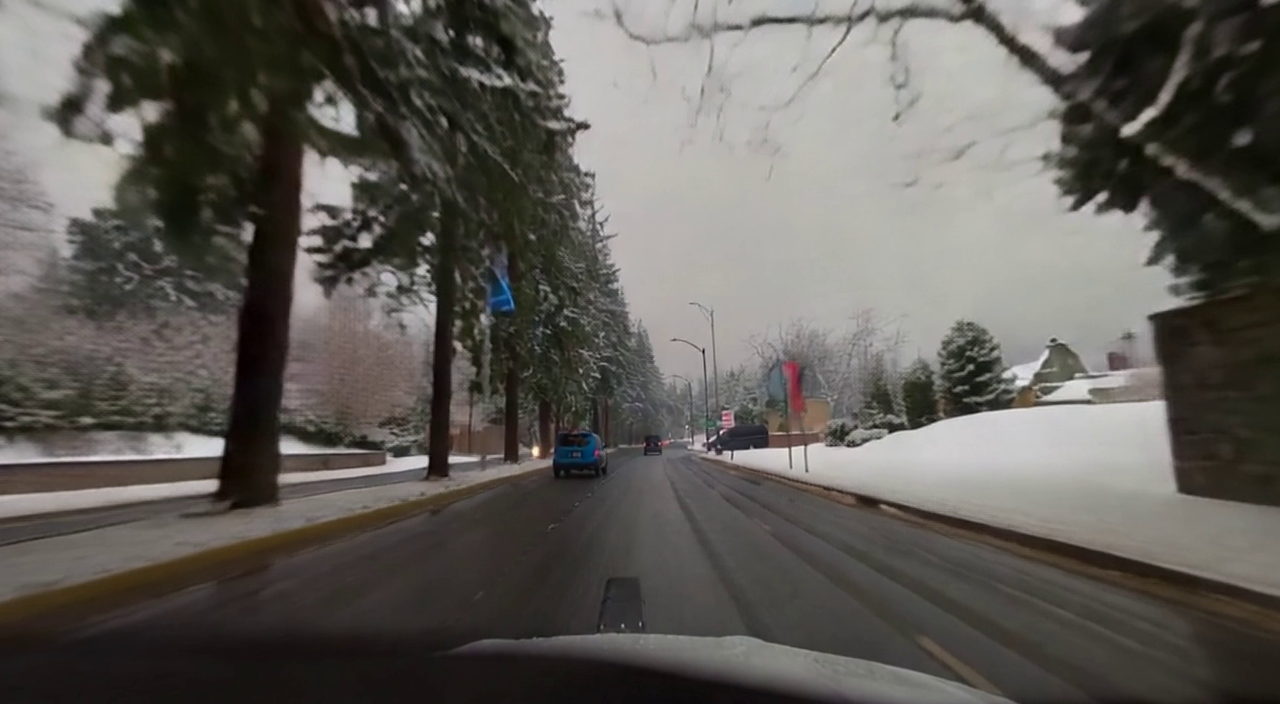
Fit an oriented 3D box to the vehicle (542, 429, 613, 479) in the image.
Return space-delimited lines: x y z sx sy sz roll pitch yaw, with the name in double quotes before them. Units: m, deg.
"vehicle" -2.406 4.118 25.675 2.281 1.837 4.845 0 -8 2
